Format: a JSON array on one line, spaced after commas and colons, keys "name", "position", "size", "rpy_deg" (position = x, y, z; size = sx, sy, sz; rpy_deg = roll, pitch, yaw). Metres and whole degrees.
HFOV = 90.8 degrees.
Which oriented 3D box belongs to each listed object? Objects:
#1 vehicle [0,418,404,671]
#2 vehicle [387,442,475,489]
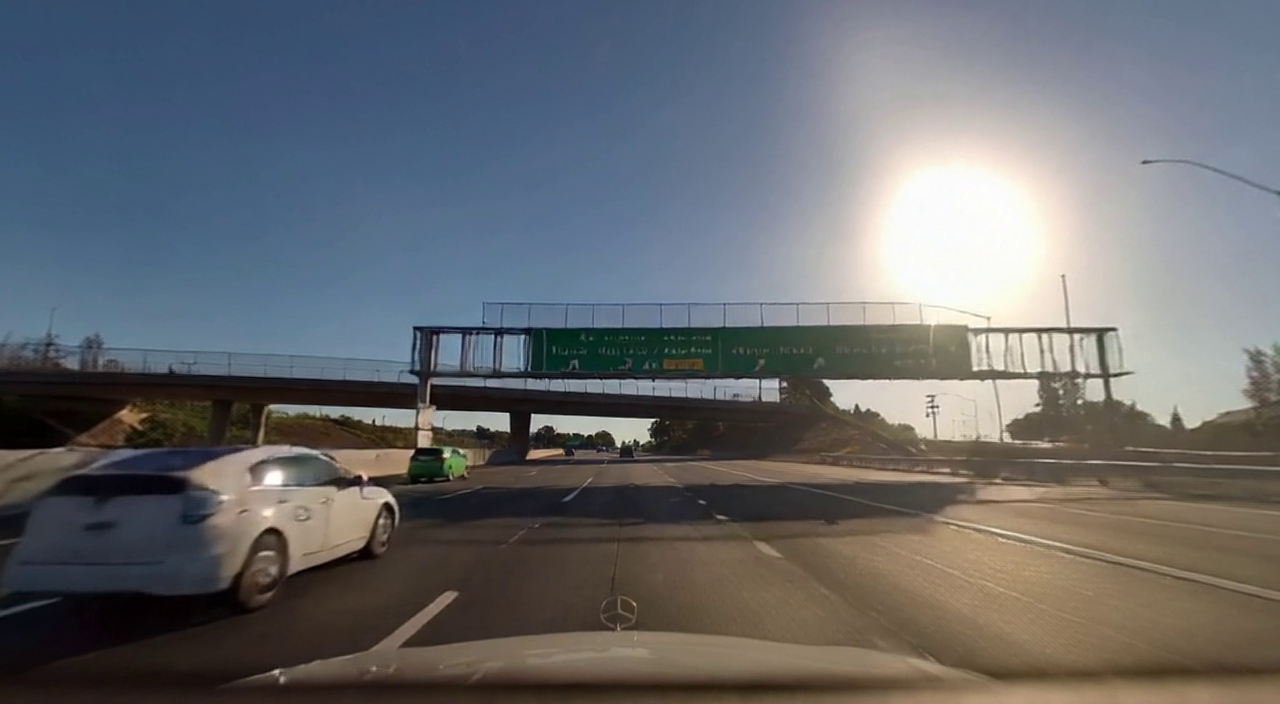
[{"name": "vehicle", "position": [-4.120, 1.488, 6.022], "size": [2.050, 1.507, 4.316], "rpy_deg": [0, -9, 0]}, {"name": "vehicle", "position": [-7.688, 4.210, 23.739], "size": [1.924, 1.601, 4.115], "rpy_deg": [0, -9, -1]}]
